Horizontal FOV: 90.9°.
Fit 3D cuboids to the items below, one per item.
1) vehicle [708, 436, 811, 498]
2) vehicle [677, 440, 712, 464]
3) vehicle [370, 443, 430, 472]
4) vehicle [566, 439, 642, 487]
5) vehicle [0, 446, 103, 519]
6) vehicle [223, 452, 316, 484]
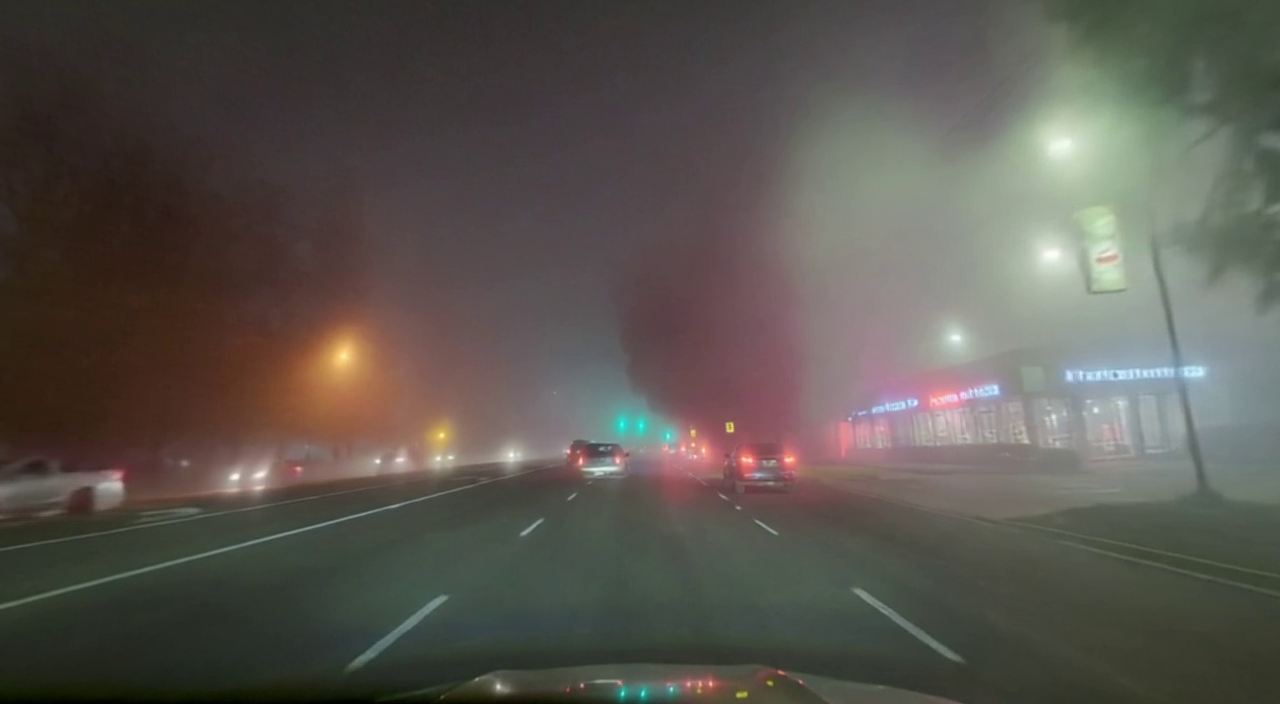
[{"bbox_3d":[3.138,3.106,17.490,1.948,1.474,4.360,0,-8,-1],"label":"vehicle"},{"bbox_3d":[3.589,6.669,42.214,1.913,1.463,4.198,0,-8,-1],"label":"vehicle"},{"bbox_3d":[-15.289,6.714,40.362,1.957,1.732,4.568,-1,-8,1],"label":"vehicle"},{"bbox_3d":[-1.077,3.610,20.840,1.971,1.433,3.923,-1,-8,4],"label":"vehicle"},{"bbox_3d":[-15.565,3.083,15.011,1.863,1.658,4.078,0,-8,1],"label":"vehicle"},{"bbox_3d":[-19.277,6.014,33.094,1.984,1.481,4.752,0,-8,1],"label":"vehicle"}]
